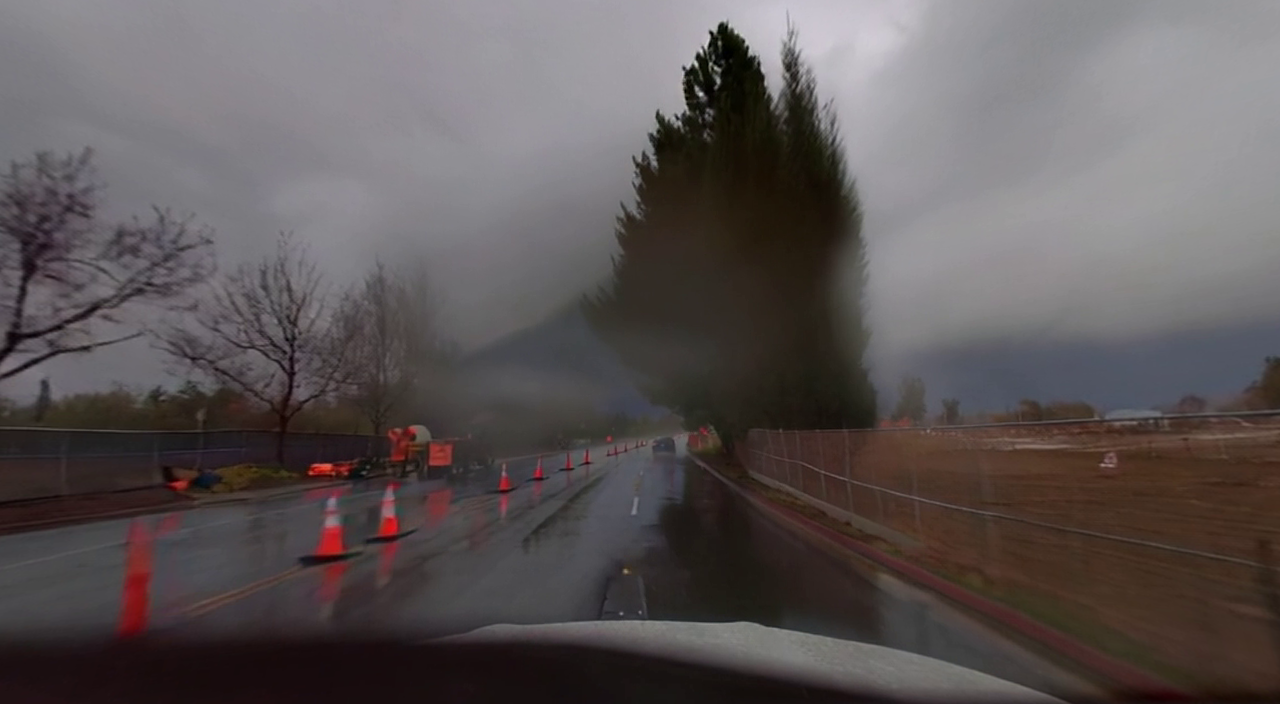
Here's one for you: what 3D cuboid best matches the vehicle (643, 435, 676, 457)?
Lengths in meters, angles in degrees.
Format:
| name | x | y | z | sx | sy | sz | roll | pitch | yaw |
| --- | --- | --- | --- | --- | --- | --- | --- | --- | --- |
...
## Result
| name | x | y | z | sx | sy | sz | roll | pitch | yaw |
| --- | --- | --- | --- | --- | --- | --- | --- | --- | --- |
| vehicle | 1.336 | 6.520 | 43.877 | 2.172 | 1.486 | 3.581 | 0 | -9 | 1 |

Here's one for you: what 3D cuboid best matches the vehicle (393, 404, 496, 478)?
| name | x | y | z | sx | sy | sz | roll | pitch | yaw |
| --- | --- | --- | --- | --- | --- | --- | --- | --- | --- |
| vehicle | -7.527 | 3.479 | 24.653 | 3.064 | 2.710 | 2.385 | -1 | -9 | 4 |
